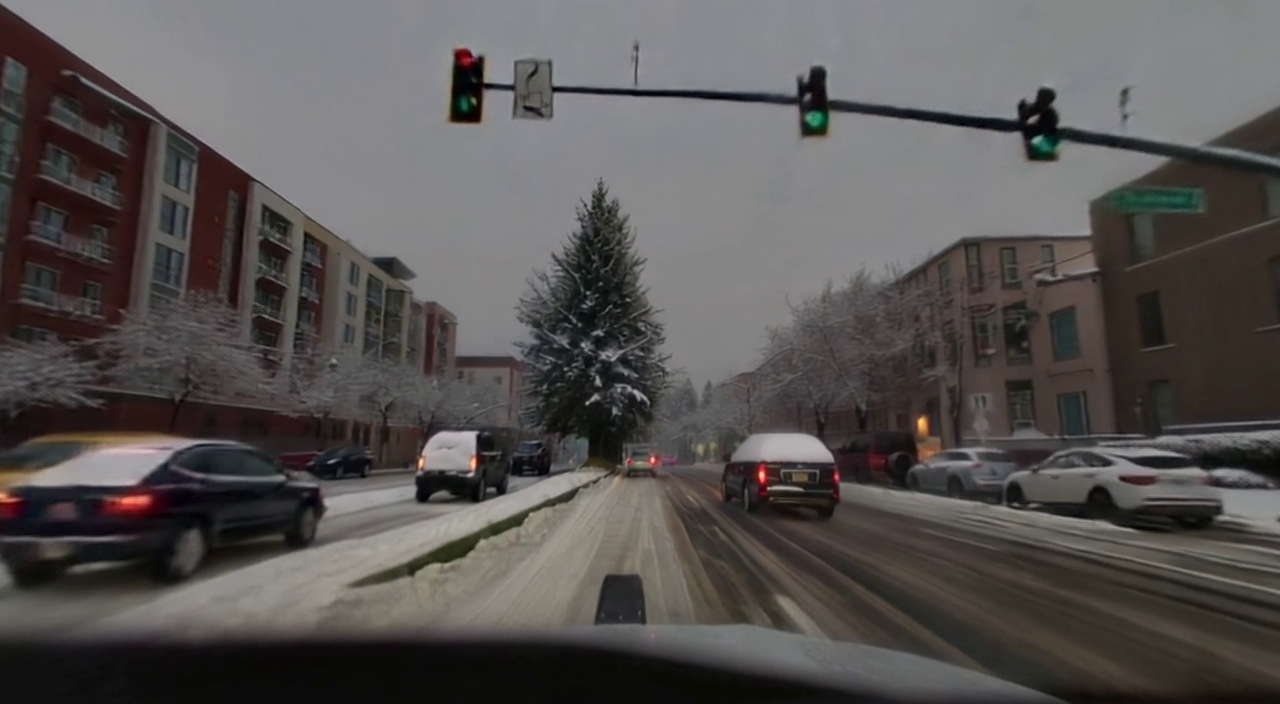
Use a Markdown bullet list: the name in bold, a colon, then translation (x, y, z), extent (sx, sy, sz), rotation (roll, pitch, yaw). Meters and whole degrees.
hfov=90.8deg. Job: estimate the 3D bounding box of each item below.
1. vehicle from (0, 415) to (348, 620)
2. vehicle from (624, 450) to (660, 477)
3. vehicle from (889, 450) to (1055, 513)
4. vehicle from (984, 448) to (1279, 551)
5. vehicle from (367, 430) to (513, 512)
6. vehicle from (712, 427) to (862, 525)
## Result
- **vehicle**: translation (-5.514, 1.672, 7.267), extent (2.062, 1.532, 4.830), rotation (-2, -9, 0)
- **vehicle**: translation (0.075, 6.833, 38.971), extent (2.059, 1.492, 4.033), rotation (0, -8, -2)
- **vehicle**: translation (8.976, 3.507, 17.692), extent (1.953, 1.455, 4.883), rotation (0, -8, -1)
- **vehicle**: translation (9.068, 2.640, 12.238), extent (1.962, 1.542, 4.999), rotation (0, -8, 0)
- **vehicle**: translation (-4.995, 3.049, 16.729), extent (2.275, 1.816, 4.923), rotation (0, -8, -1)
- **vehicle**: translation (3.088, 2.715, 14.482), extent (2.129, 1.844, 4.767), rotation (0, -8, -2)
